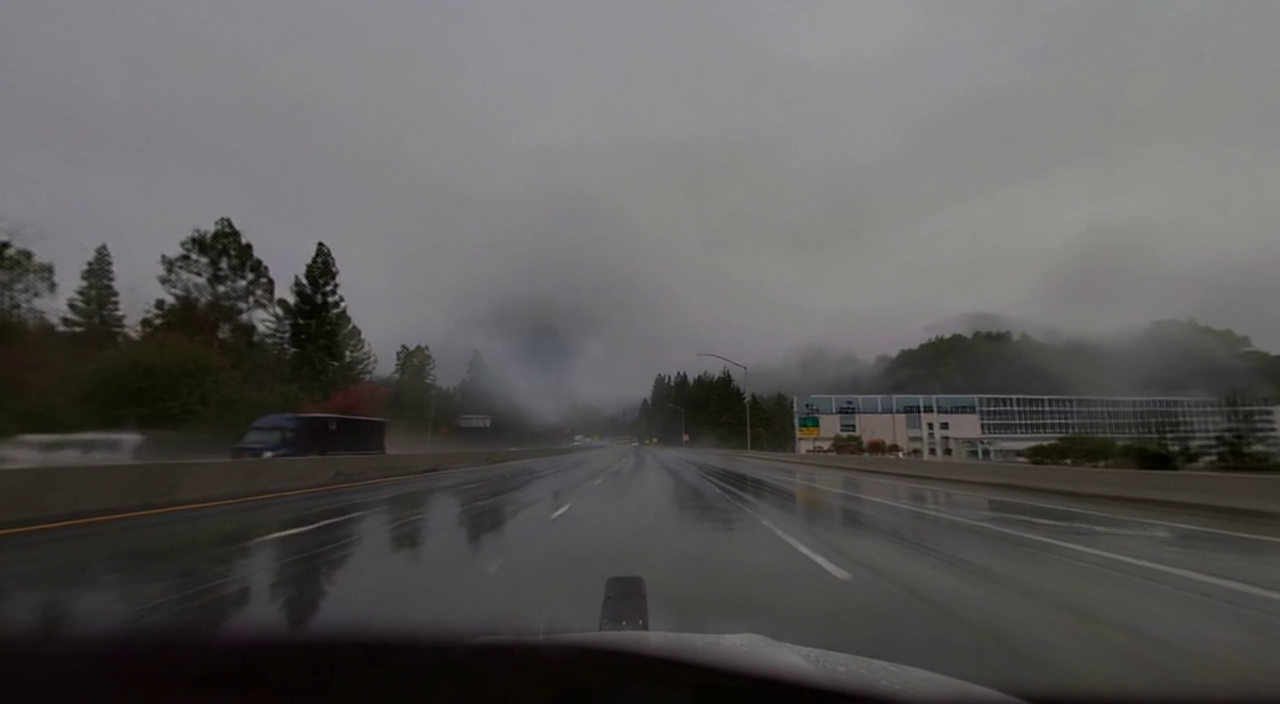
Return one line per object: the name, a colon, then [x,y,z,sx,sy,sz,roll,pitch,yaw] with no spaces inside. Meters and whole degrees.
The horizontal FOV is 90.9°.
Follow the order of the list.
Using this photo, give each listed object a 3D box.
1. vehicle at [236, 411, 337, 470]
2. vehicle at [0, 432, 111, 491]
vehicle: [-25.908,6.608,46.831,2.987,3.999,7.547,0,-8,0]
vehicle: [-21.879,3.719,21.668,2.217,1.903,5.916,0,-8,0]
